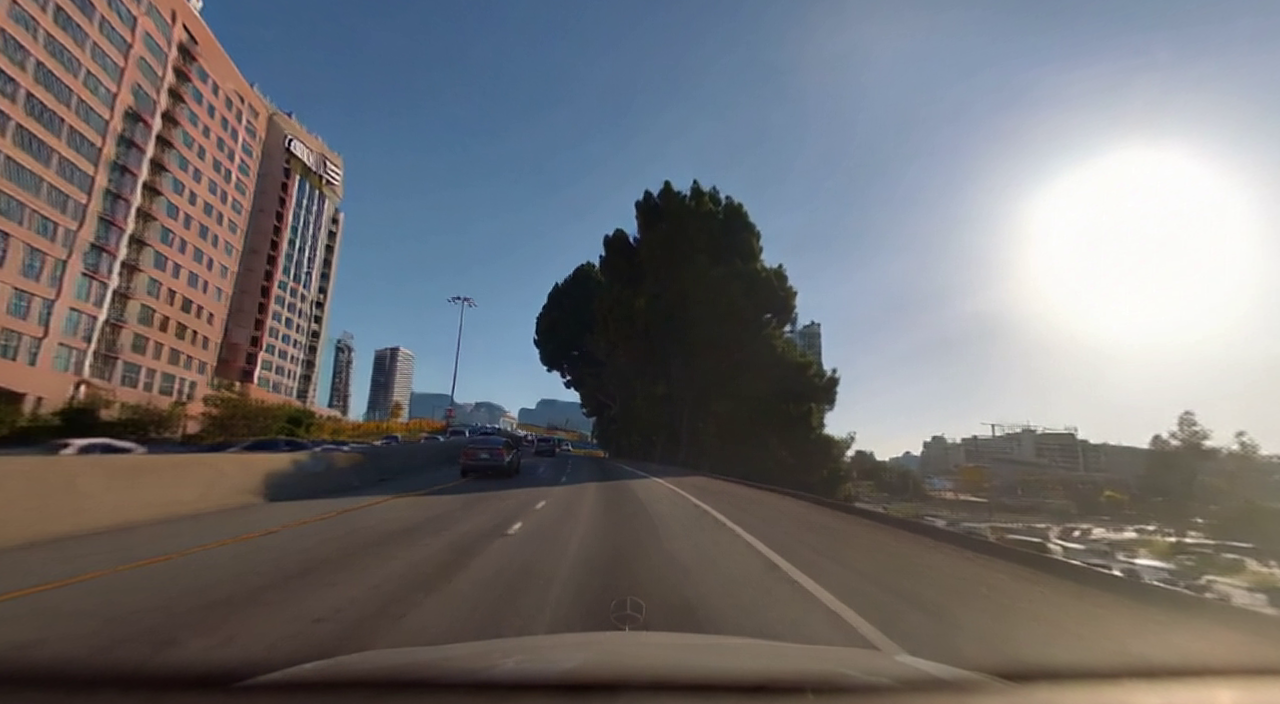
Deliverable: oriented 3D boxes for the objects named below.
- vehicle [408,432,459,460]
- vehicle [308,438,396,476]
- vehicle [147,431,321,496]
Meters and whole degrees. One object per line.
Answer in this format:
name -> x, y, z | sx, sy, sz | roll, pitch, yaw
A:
vehicle -> -13.398, 6.145, 41.234 | 2.078, 1.664, 4.595 | 0, -8, -4
vehicle -> -12.015, 4.391, 26.630 | 1.950, 1.437, 4.326 | 0, -8, -5
vehicle -> -10.813, 2.993, 17.288 | 1.957, 1.514, 4.528 | 0, -8, -3
